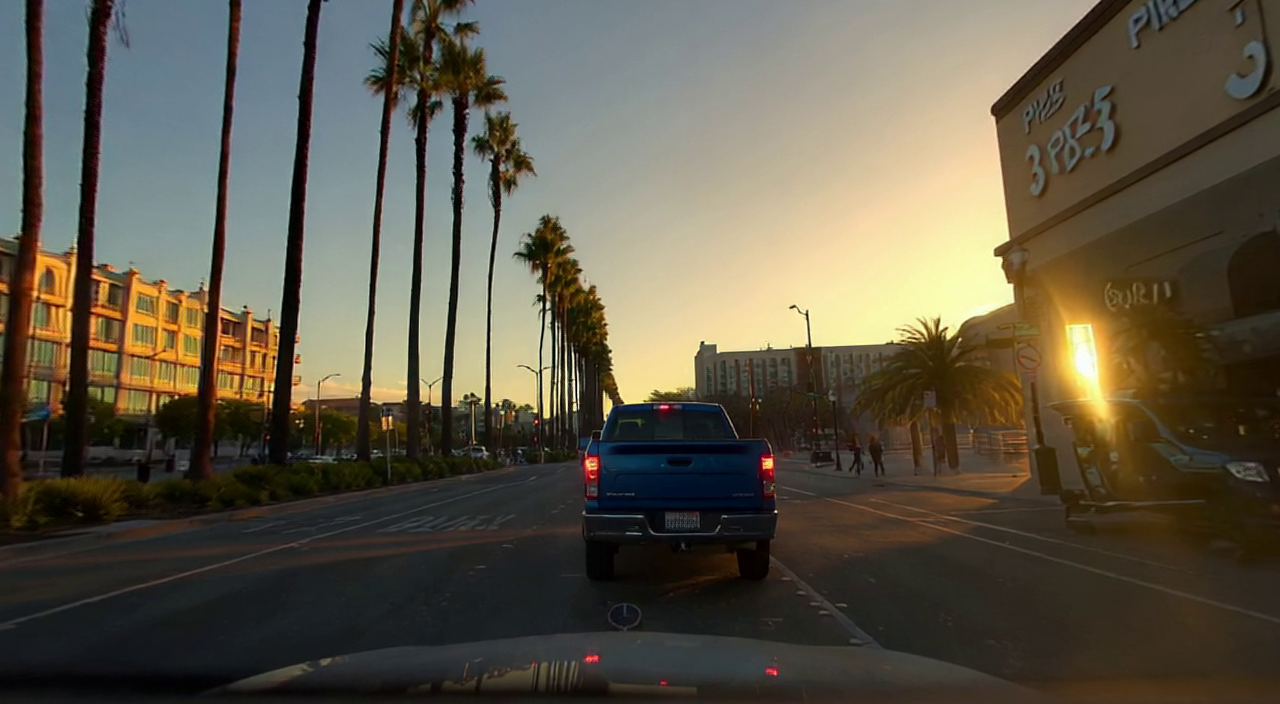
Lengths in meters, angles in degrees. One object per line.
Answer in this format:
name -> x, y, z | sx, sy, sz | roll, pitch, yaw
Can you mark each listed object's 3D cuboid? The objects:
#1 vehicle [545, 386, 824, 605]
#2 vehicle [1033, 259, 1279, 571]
vehicle -> 0.415, 1.584, 7.969 | 2.311, 1.819, 5.255 | 0, -8, 1
vehicle -> 7.850, 0.851, 8.559 | 2.666, 3.345, 3.622 | -4, -9, 7
